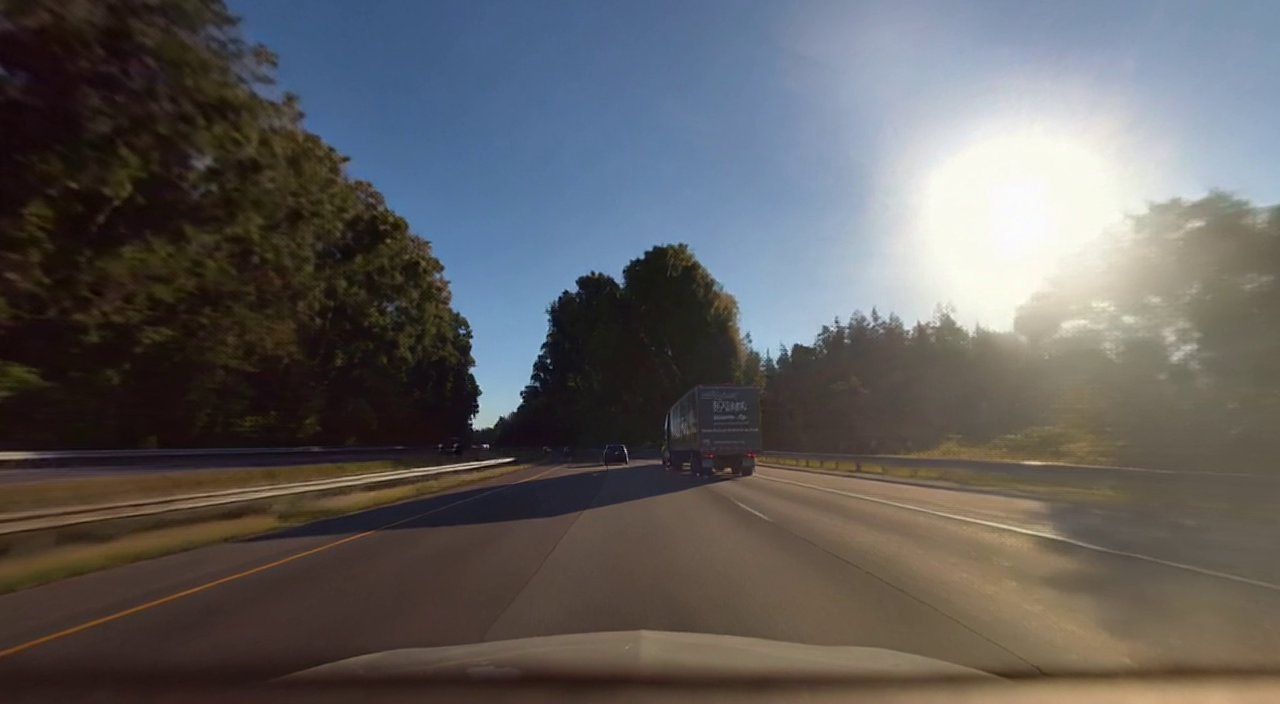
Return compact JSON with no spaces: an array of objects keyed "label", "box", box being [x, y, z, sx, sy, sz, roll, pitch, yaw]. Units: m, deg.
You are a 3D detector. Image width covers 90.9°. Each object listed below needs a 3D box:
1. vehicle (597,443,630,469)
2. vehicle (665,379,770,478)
[{"label":"vehicle","box":[-1.589,6.292,38.124,1.913,1.460,3.610,0,-9,-2]},{"label":"vehicle","box":[3.428,4.165,32.797,2.951,4.012,14.203,0,-9,-3]}]
